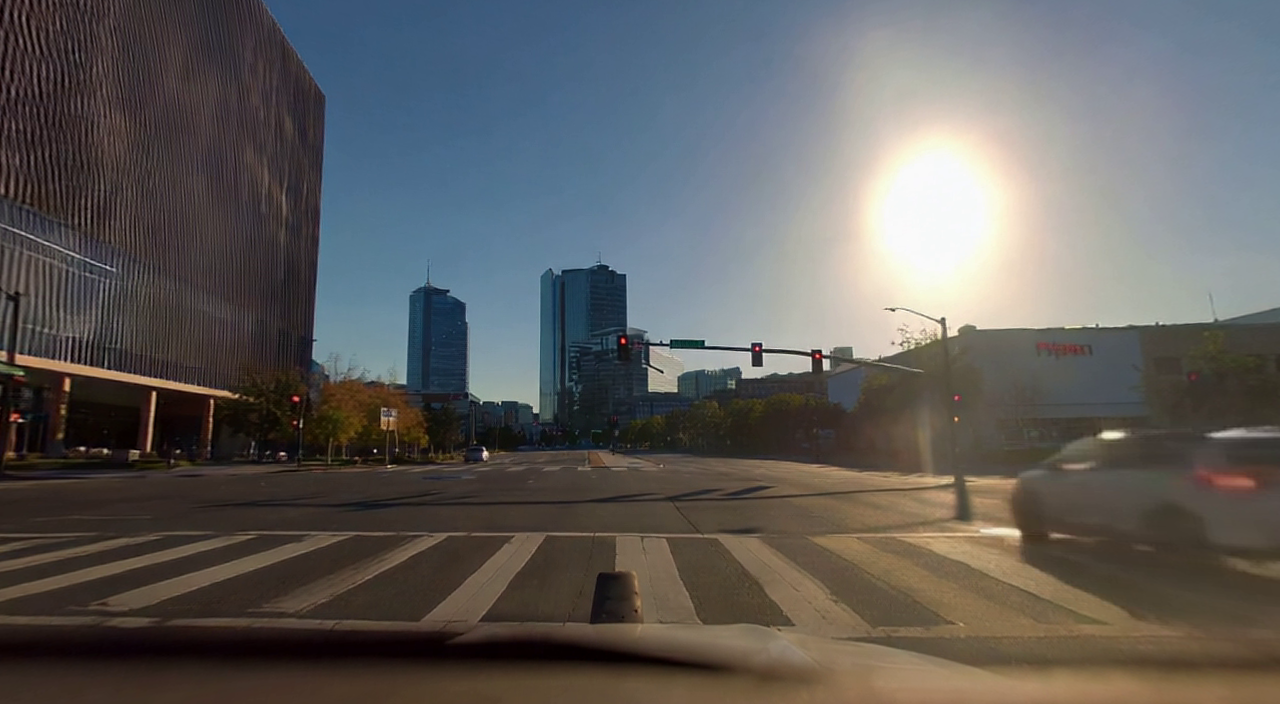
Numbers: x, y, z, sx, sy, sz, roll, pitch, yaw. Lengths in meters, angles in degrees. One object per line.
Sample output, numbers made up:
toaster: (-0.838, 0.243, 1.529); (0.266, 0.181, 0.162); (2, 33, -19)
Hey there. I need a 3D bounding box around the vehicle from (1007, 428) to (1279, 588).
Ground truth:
vehicle: (6.877, 1.719, 7.720); (1.988, 1.466, 4.529); (0, -8, -1)
